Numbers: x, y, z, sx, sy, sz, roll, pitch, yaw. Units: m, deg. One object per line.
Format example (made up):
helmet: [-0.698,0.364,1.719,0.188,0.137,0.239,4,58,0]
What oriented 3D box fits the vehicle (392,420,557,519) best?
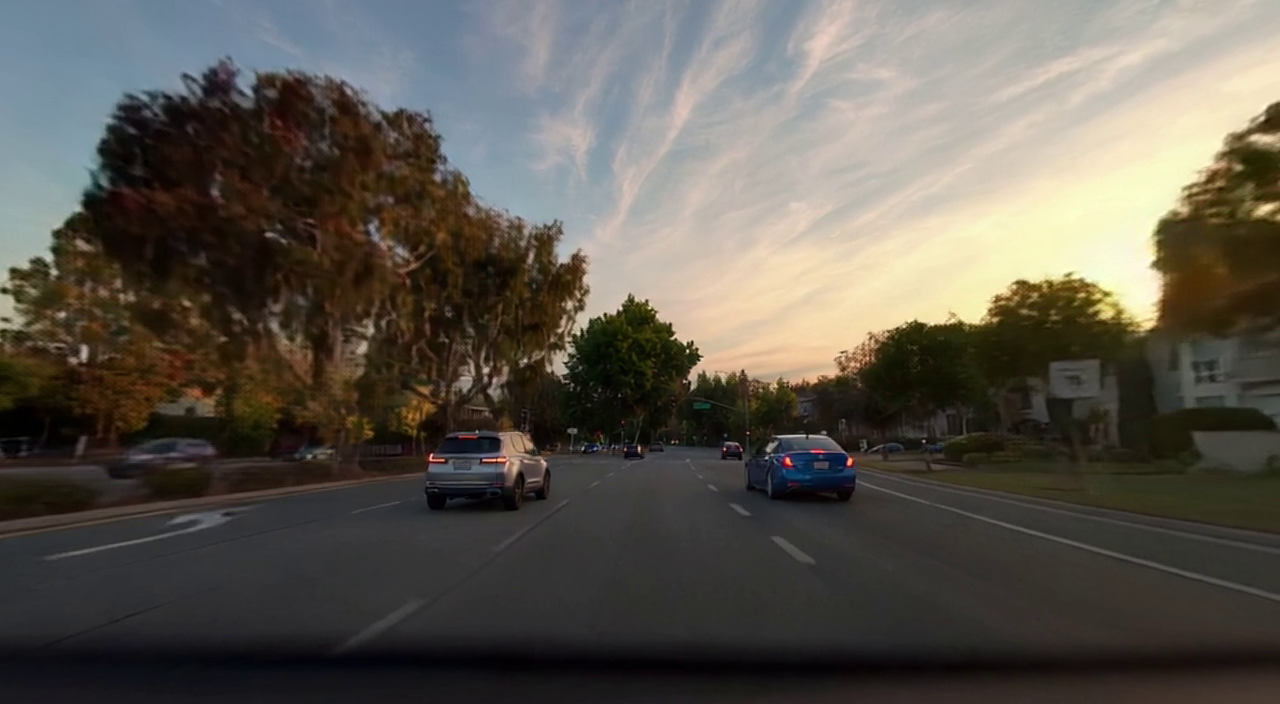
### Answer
vehicle: [-3.175,2.374,13.287,2.045,1.688,4.632,-1,-8,2]

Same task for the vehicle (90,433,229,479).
vehicle: [-18.963,4.113,25.251,1.914,1.669,4.429,-1,-8,3]

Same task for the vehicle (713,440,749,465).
vehicle: [6.388,7.137,44.882,2.169,1.669,4.037,-1,-8,3]

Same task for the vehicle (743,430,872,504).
vehicle: [4.158,2.932,16.538,2.132,1.659,4.387,0,-8,0]
